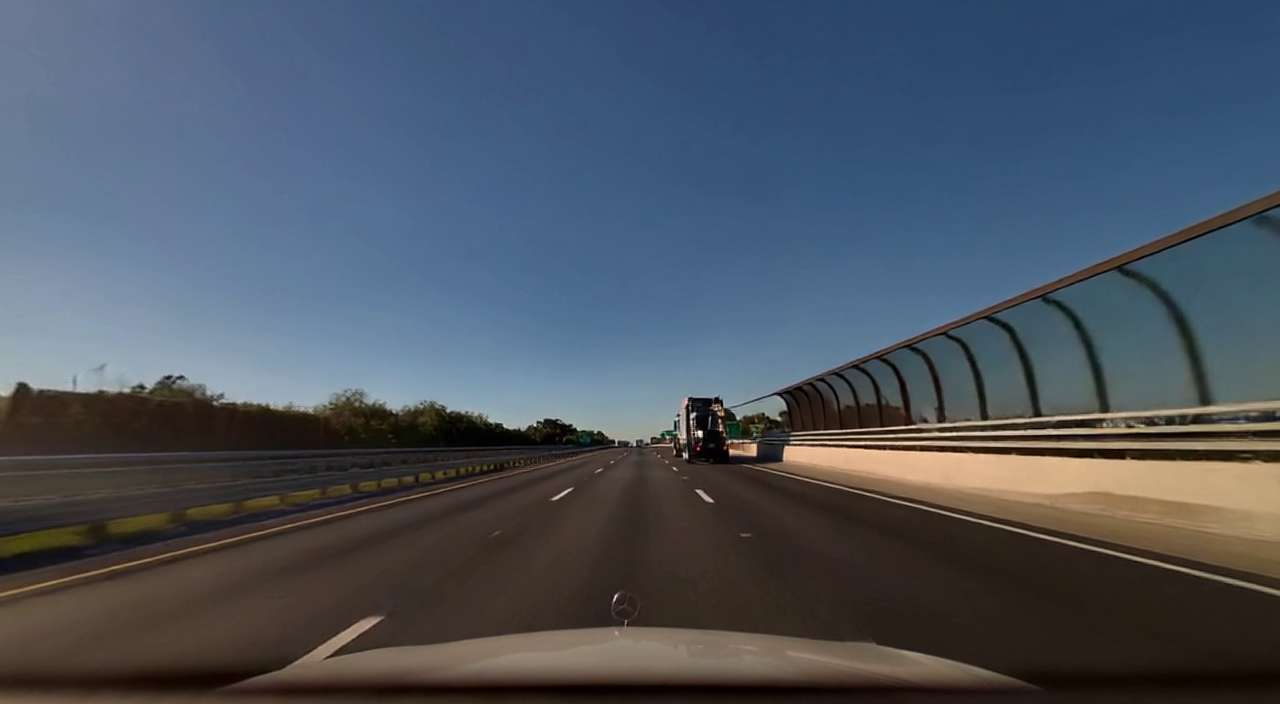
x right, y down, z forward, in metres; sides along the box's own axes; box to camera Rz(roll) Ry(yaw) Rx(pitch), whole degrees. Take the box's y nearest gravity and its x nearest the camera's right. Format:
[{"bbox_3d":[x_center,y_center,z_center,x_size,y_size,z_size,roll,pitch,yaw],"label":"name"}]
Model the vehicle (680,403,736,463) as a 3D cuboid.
[{"bbox_3d":[4.854,6.077,46.634,3.208,3.950,8.714,0,-8,0],"label":"vehicle"}]
